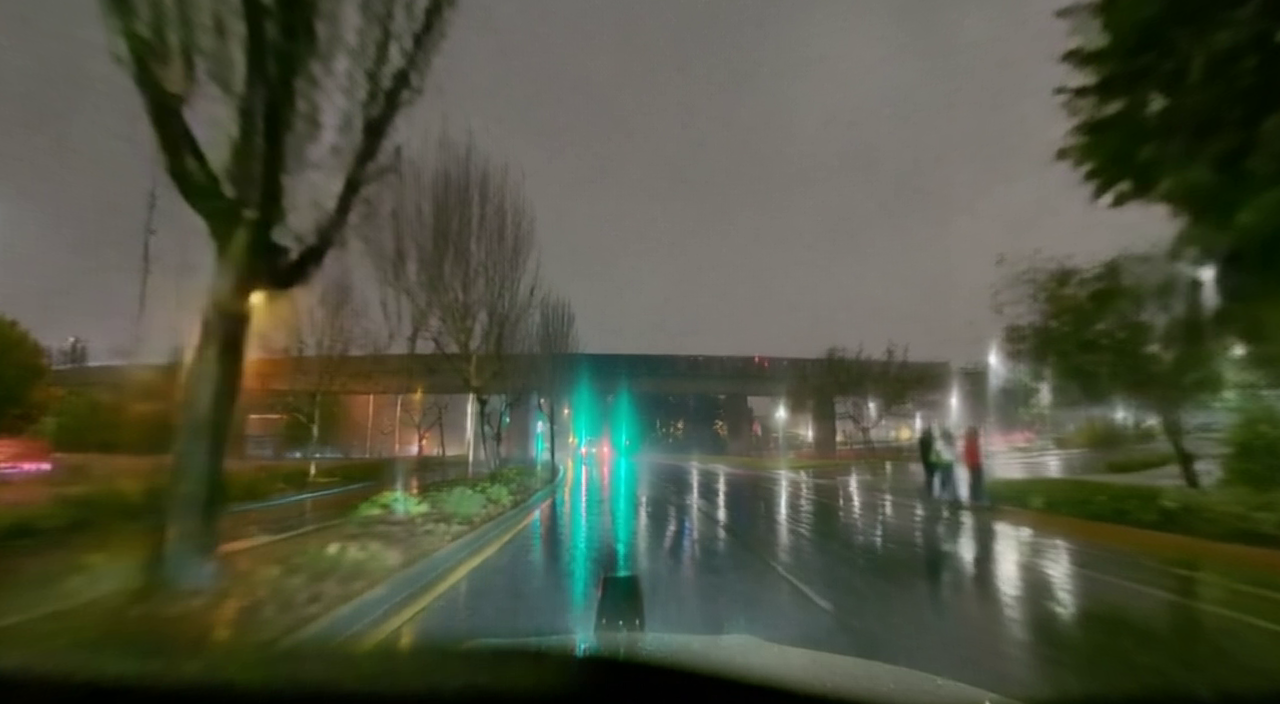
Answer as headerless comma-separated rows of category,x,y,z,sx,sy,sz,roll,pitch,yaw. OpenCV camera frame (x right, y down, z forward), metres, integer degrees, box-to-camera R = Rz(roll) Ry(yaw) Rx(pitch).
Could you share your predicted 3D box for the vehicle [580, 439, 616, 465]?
vehicle,-3.006,7.002,44.281,2.184,1.713,4.231,2,-9,-8
